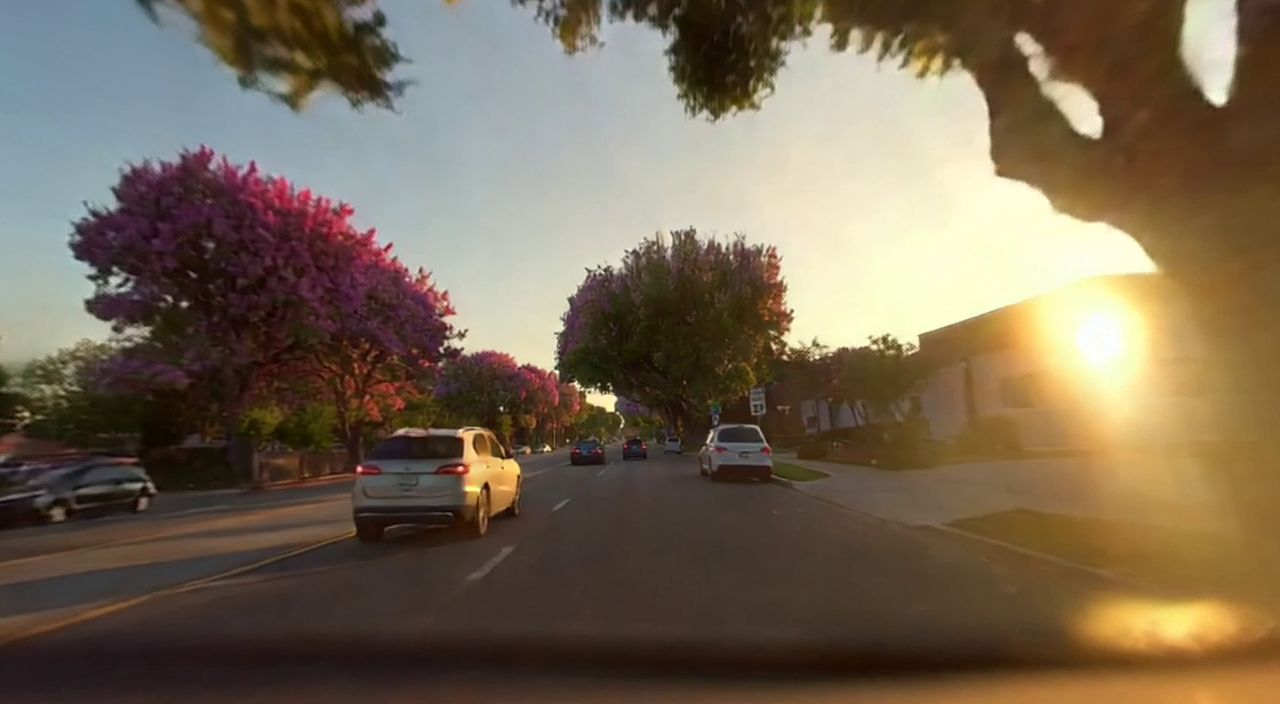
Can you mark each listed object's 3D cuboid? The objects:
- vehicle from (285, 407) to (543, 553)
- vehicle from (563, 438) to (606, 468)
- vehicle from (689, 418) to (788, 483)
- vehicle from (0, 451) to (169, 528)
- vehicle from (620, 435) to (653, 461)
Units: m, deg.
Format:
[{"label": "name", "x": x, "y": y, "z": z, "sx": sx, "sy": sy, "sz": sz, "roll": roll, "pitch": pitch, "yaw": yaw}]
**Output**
[{"label": "vehicle", "x": -3.145, "y": 1.924, "z": 10.265, "sx": 2.257, "sy": 1.751, "sz": 5.028, "roll": 0, "pitch": -8, "yaw": 1}, {"label": "vehicle", "x": -3.224, "y": 5.908, "z": 37.227, "sx": 2.167, "sy": 1.634, "sz": 4.220, "roll": 0, "pitch": -8, "yaw": 0}, {"label": "vehicle", "x": 3.329, "y": 3.497, "z": 22.645, "sx": 2.653, "sy": 2.058, "sz": 5.096, "roll": 0, "pitch": -8, "yaw": -1}, {"label": "vehicle", "x": -16.265, "y": 3.874, "z": 18.297, "sx": 1.955, "sy": 1.698, "sz": 4.443, "roll": -4, "pitch": -7, "yaw": -1}, {"label": "vehicle", "x": -0.274, "y": 7.125, "z": 46.761, "sx": 2.376, "sy": 1.801, "sz": 4.317, "roll": 0, "pitch": -8, "yaw": 0}]
